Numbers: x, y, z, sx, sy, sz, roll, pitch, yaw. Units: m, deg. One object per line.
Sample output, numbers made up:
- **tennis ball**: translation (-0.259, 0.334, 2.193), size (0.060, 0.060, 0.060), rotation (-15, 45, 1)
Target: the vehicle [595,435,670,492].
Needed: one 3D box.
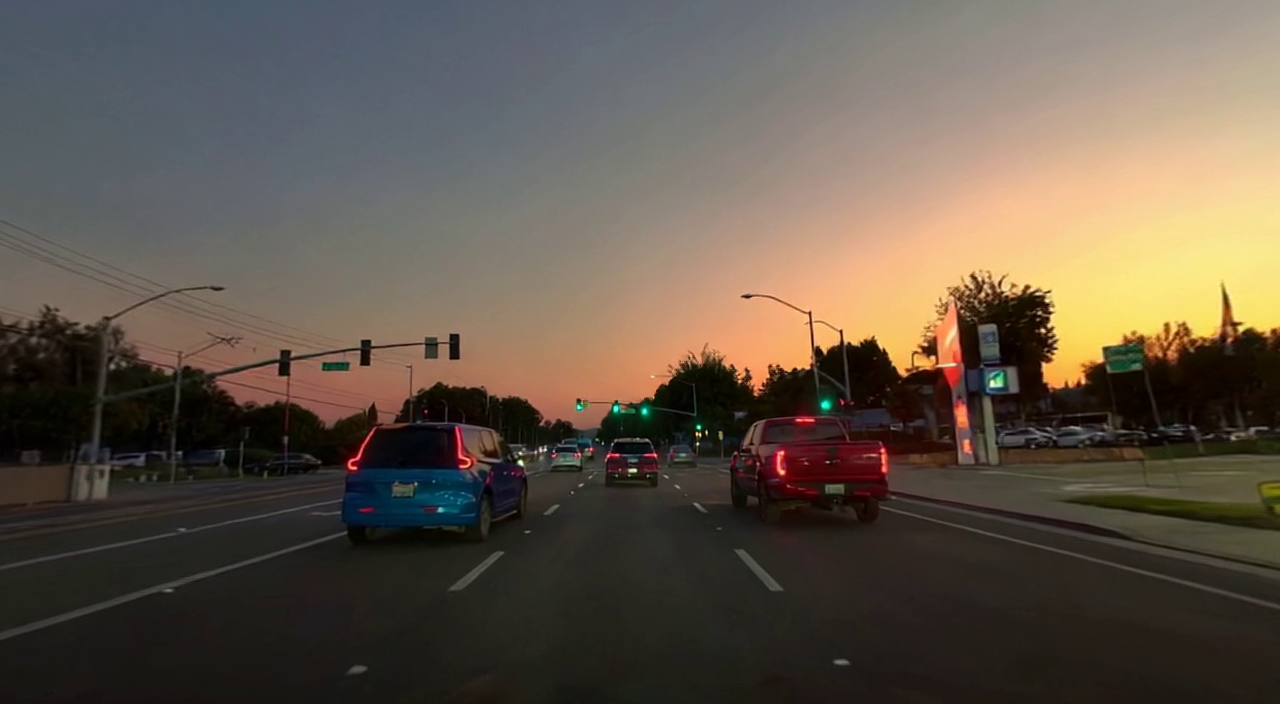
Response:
- **vehicle**: translation (-0.242, 3.550, 20.466), size (2.181, 1.650, 4.083), rotation (0, -8, -1)

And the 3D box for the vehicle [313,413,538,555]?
- **vehicle**: translation (-3.008, 1.953, 10.013), size (2.019, 1.731, 4.299), rotation (0, -8, 0)

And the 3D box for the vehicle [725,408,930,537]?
- **vehicle**: translation (3.102, 2.156, 11.931), size (2.161, 1.868, 5.321), rotation (0, -8, -1)

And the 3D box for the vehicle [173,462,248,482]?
- **vehicle**: translation (-33.863, 9.428, 49.760), size (4.630, 1.484, 1.790), rotation (-1, -8, 4)

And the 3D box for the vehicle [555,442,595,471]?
- **vehicle**: translation (-3.617, 5.908, 35.833), size (1.954, 1.497, 4.078), rotation (0, -8, -1)

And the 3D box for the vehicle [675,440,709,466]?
- **vehicle**: translation (3.705, 7.324, 45.819), size (2.122, 1.745, 4.337), rotation (0, -8, 0)
